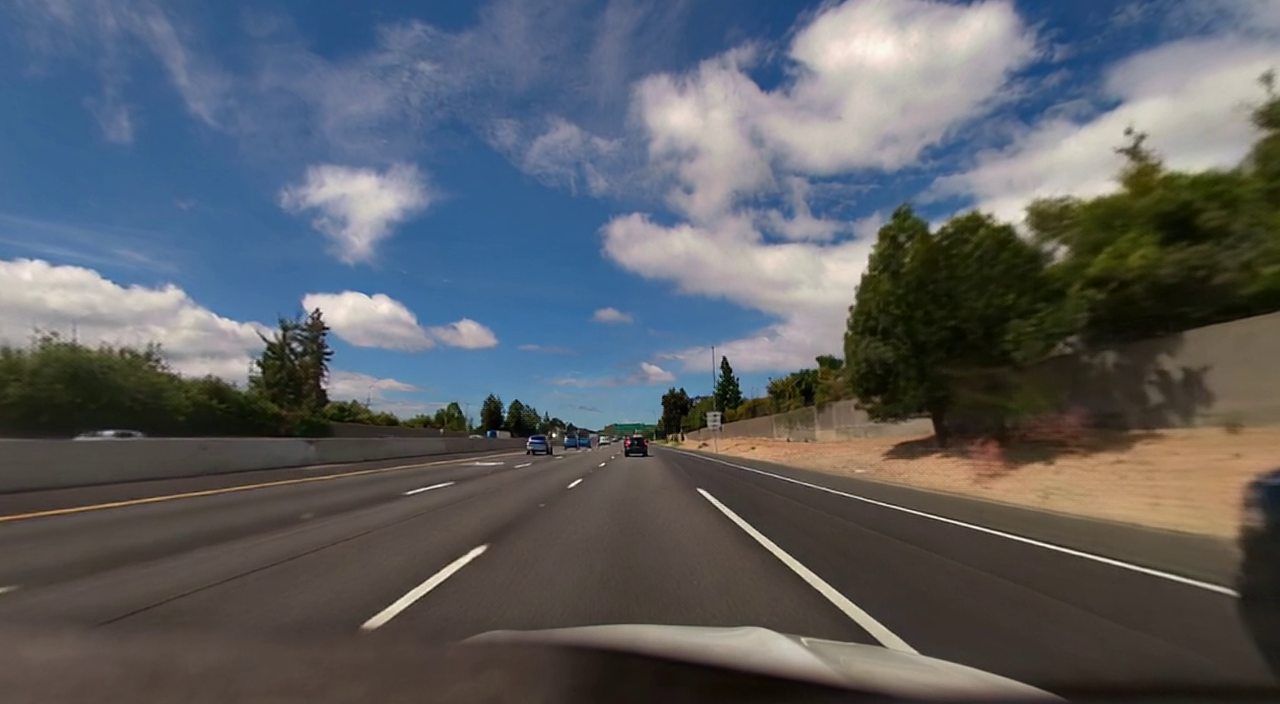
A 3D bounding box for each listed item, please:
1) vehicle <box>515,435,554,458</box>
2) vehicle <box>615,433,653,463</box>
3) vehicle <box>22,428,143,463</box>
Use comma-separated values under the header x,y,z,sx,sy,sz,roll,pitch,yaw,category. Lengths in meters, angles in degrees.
x,y,z,sx,sy,sz,roll,pitch,yaw,category
-7.539,6.799,45.422,2.019,1.523,4.396,0,-8,1,vehicle
-0.310,5.740,37.646,2.141,1.706,4.065,0,-8,0,vehicle
-28.764,4.855,32.734,1.921,1.637,4.652,0,-8,1,vehicle
